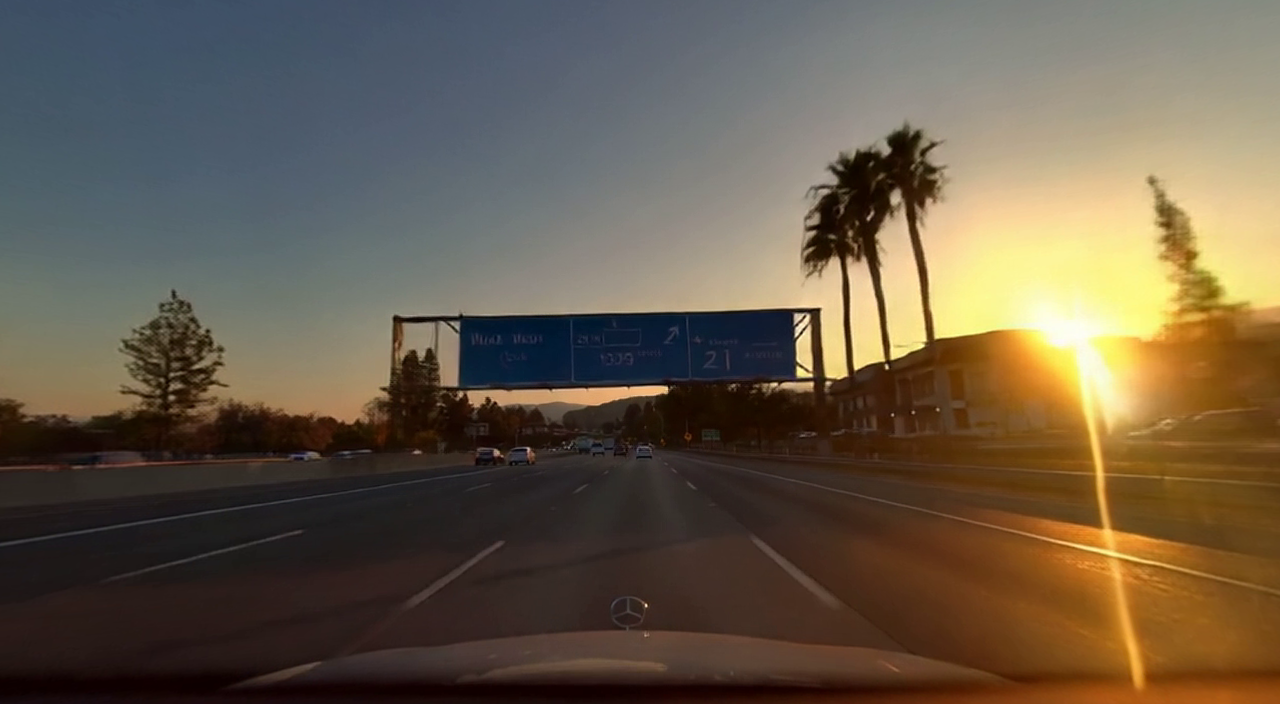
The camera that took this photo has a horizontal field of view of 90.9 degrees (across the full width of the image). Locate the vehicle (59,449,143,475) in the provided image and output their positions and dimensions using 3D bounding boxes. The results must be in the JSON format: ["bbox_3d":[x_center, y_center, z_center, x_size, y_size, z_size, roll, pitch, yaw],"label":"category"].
[{"bbox_3d":[-34.708,7.059,40.734,1.750,1.449,4.161,1,-8,-1],"label":"vehicle"}]
